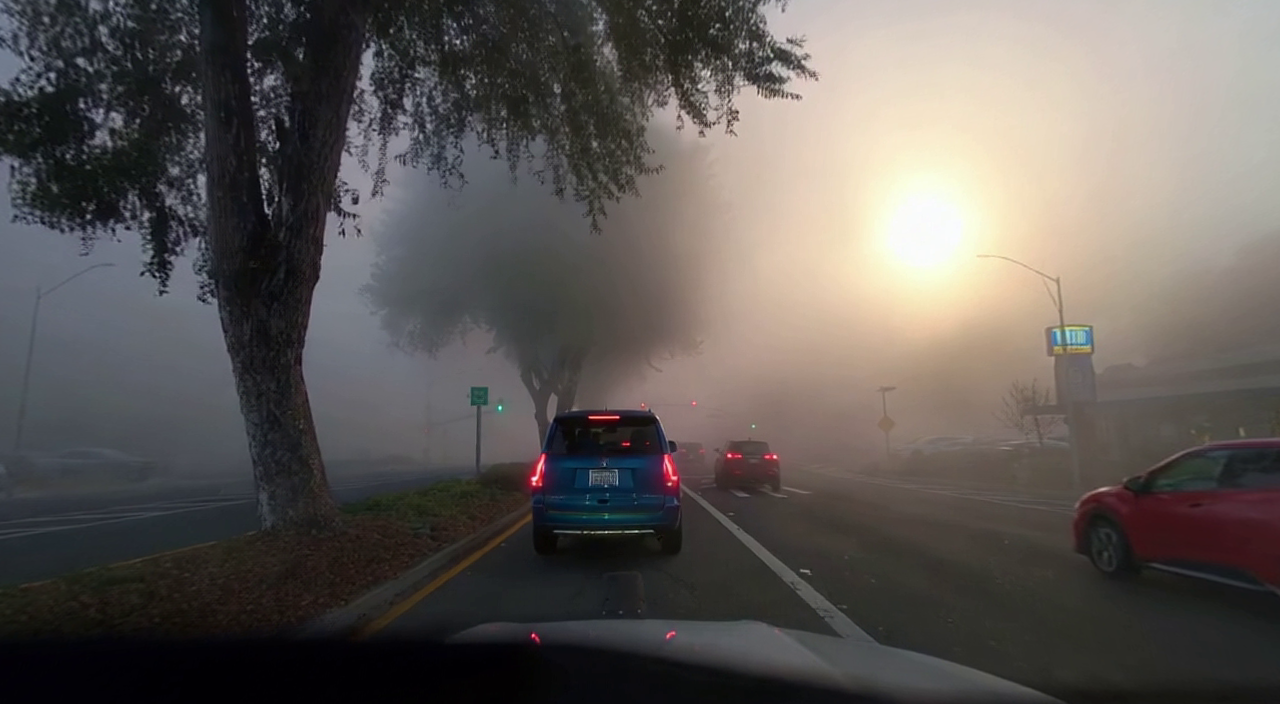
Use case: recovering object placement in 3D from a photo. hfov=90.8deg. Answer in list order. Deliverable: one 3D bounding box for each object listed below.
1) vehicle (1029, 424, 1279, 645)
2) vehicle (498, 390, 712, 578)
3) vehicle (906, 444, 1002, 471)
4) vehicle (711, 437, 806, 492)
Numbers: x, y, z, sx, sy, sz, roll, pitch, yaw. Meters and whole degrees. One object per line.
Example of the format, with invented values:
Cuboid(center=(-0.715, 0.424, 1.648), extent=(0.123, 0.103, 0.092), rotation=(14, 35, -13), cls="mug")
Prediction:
Cuboid(center=(5.300, 1.300, 4.702), extent=(1.930, 1.478, 4.643), rotation=(0, -9, 1), cls="vehicle")
Cuboid(center=(-0.303, 1.646, 8.639), extent=(2.096, 1.837, 4.687), rotation=(0, -9, 1), cls="vehicle")
Cuboid(center=(17.201, 5.776, 34.767), extent=(4.290, 1.427, 1.751), rotation=(0, -9, 2), cls="vehicle")
Cuboid(center=(3.691, 3.612, 20.707), extent=(2.098, 1.555, 4.778), rotation=(0, -9, -1), cls="vehicle")
